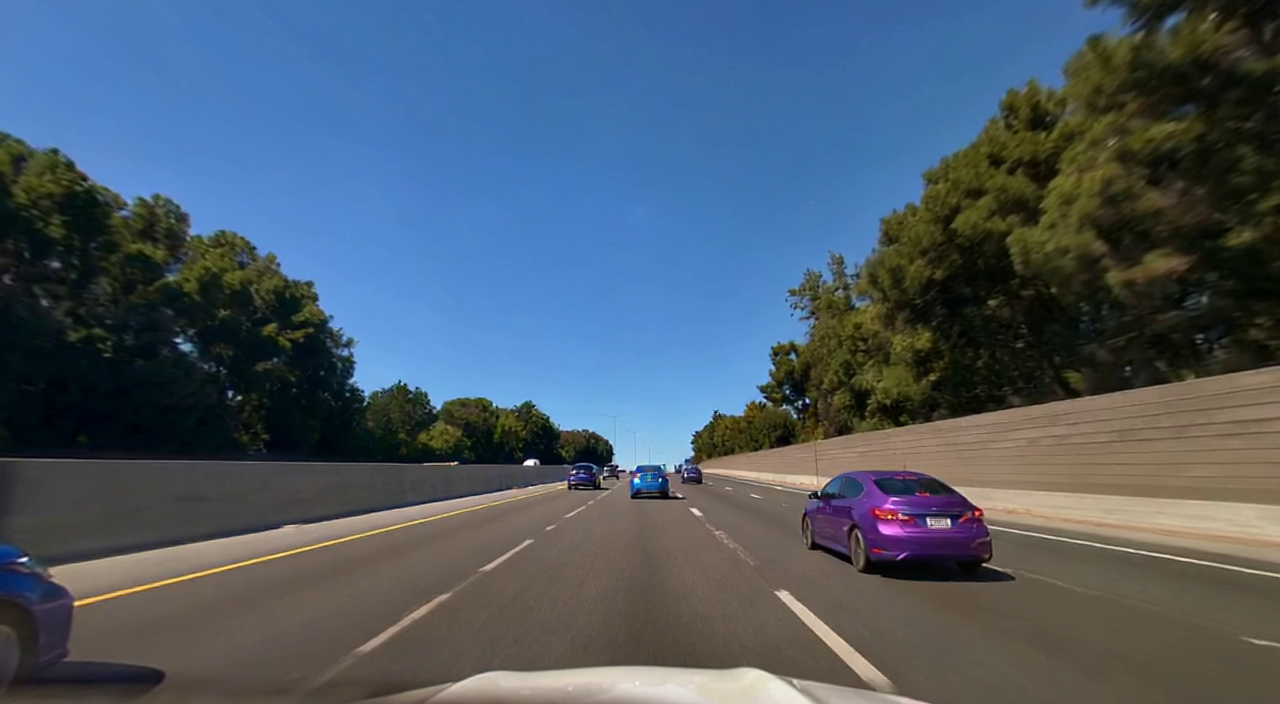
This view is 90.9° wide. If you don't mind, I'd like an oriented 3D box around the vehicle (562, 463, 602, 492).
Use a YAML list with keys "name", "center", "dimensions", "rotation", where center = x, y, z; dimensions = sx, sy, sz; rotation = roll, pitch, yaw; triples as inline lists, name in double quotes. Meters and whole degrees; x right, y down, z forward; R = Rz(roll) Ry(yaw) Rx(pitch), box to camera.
- name: "vehicle"
  center: [-3.539, 7.808, 39.375]
  dimensions: [2.021, 1.706, 4.247]
  rotation: [1, -10, 1]

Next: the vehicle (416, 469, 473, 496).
- name: "vehicle"
  center: [-11.559, 7.723, 37.577]
  dimensions: [1.873, 1.471, 4.551]
  rotation: [0, -10, 1]

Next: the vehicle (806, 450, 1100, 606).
- name: "vehicle"
  center: [3.743, 2.174, 8.465]
  dimensions: [1.938, 1.561, 3.786]
  rotation: [1, -10, -1]

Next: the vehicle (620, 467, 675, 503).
- name: "vehicle"
  center: [0.314, 5.754, 27.498]
  dimensions: [2.241, 1.425, 3.973]
  rotation: [1, -10, 0]

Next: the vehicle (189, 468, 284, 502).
- name: "vehicle"
  center: [-19.783, 6.499, 31.120]
  dimensions: [1.882, 1.502, 4.099]
  rotation: [0, -10, 2]
